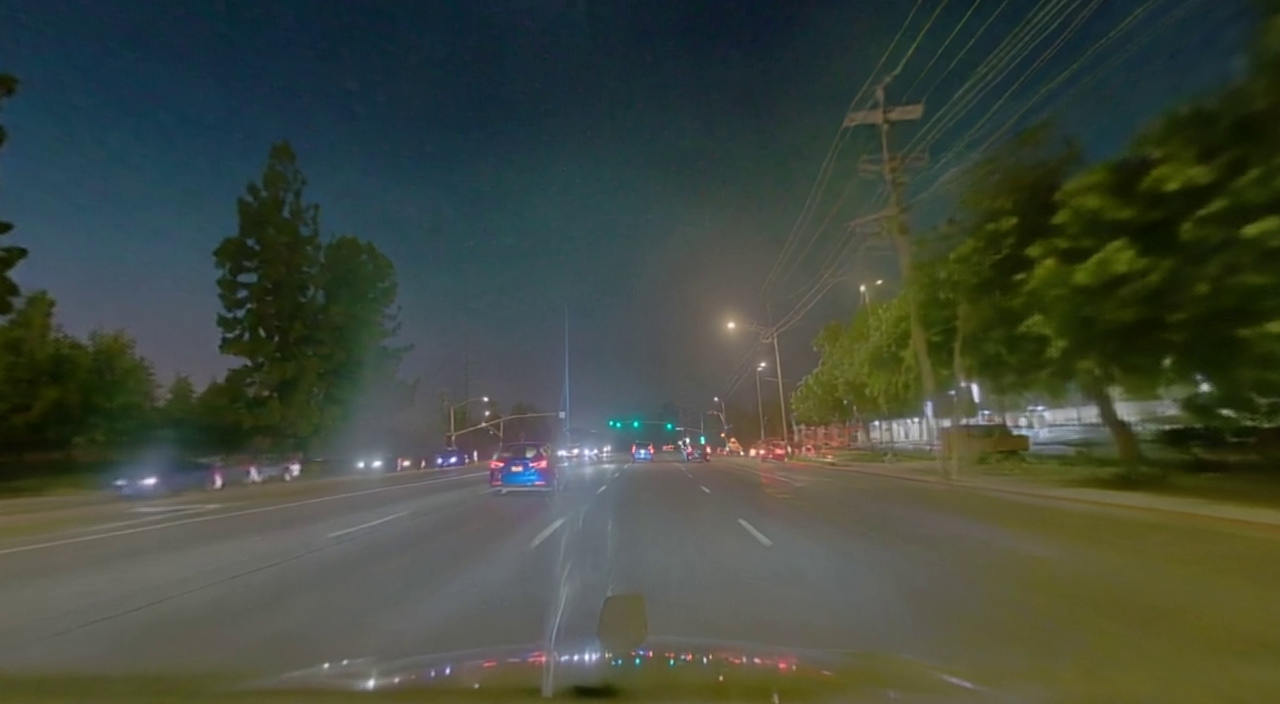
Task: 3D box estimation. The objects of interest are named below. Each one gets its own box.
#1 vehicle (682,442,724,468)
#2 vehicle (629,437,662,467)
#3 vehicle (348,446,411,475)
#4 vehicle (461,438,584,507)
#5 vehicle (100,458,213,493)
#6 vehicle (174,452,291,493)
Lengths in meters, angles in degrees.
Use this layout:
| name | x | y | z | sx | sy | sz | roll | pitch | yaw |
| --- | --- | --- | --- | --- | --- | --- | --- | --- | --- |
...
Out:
| name | x | y | z | sx | sy | sz | roll | pitch | yaw |
| --- | --- | --- | --- | --- | --- | --- | --- | --- | --- |
| vehicle | 3.831 | 6.359 | 39.058 | 2.142 | 1.475 | 4.565 | 0 | -9 | 0 |
| vehicle | 0.351 | 6.592 | 41.798 | 2.060 | 1.845 | 4.151 | 0 | -9 | 1 |
| vehicle | -16.600 | 6.924 | 40.517 | 2.025 | 1.712 | 4.578 | 0 | -9 | 1 |
| vehicle | -2.765 | 2.987 | 16.184 | 2.087 | 1.480 | 4.825 | 0 | -9 | 2 |
| vehicle | -23.775 | 6.077 | 31.292 | 1.868 | 1.473 | 4.776 | 0 | -9 | -1 |
| vehicle | -16.850 | 4.972 | 26.396 | 1.913 | 1.488 | 4.507 | 0 | -9 | 0 |
